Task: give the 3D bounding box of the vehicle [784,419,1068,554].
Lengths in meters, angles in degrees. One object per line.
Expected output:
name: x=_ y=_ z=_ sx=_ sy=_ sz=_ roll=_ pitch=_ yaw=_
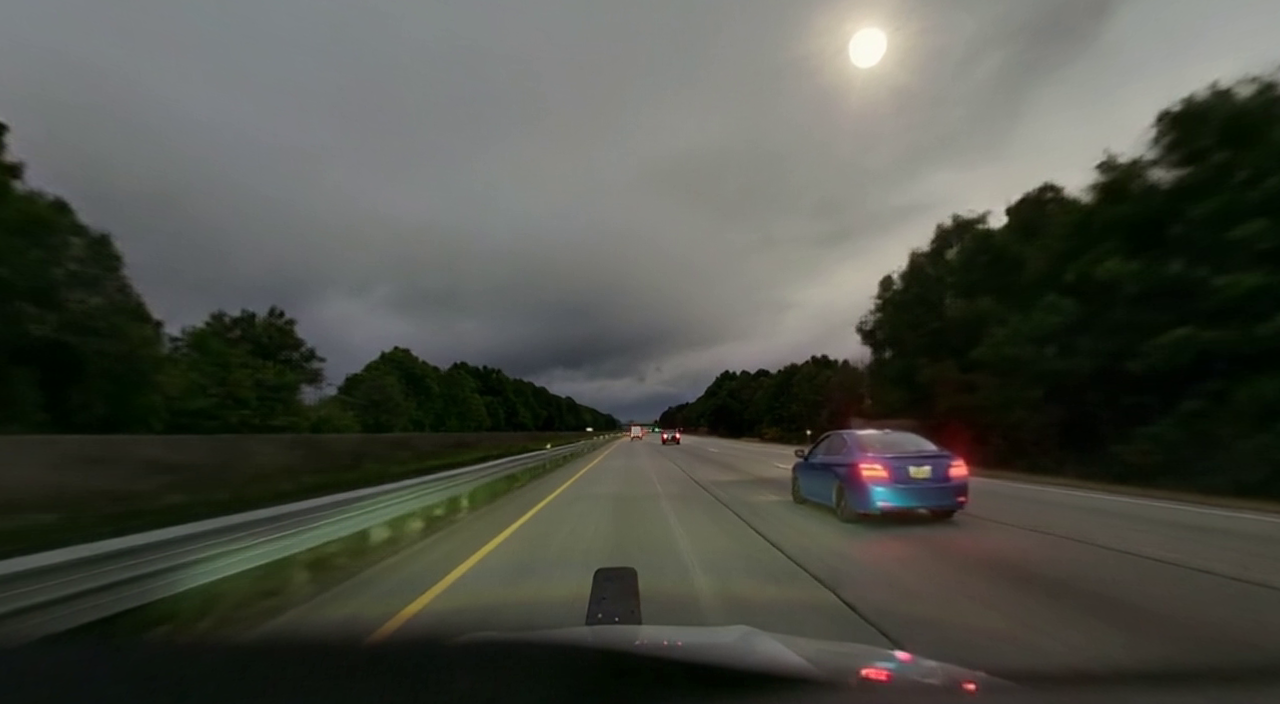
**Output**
vehicle: x=3.747 y=1.802 z=9.352 sx=2.017 sy=1.502 sz=4.369 roll=0 pitch=-8 yaw=-2
